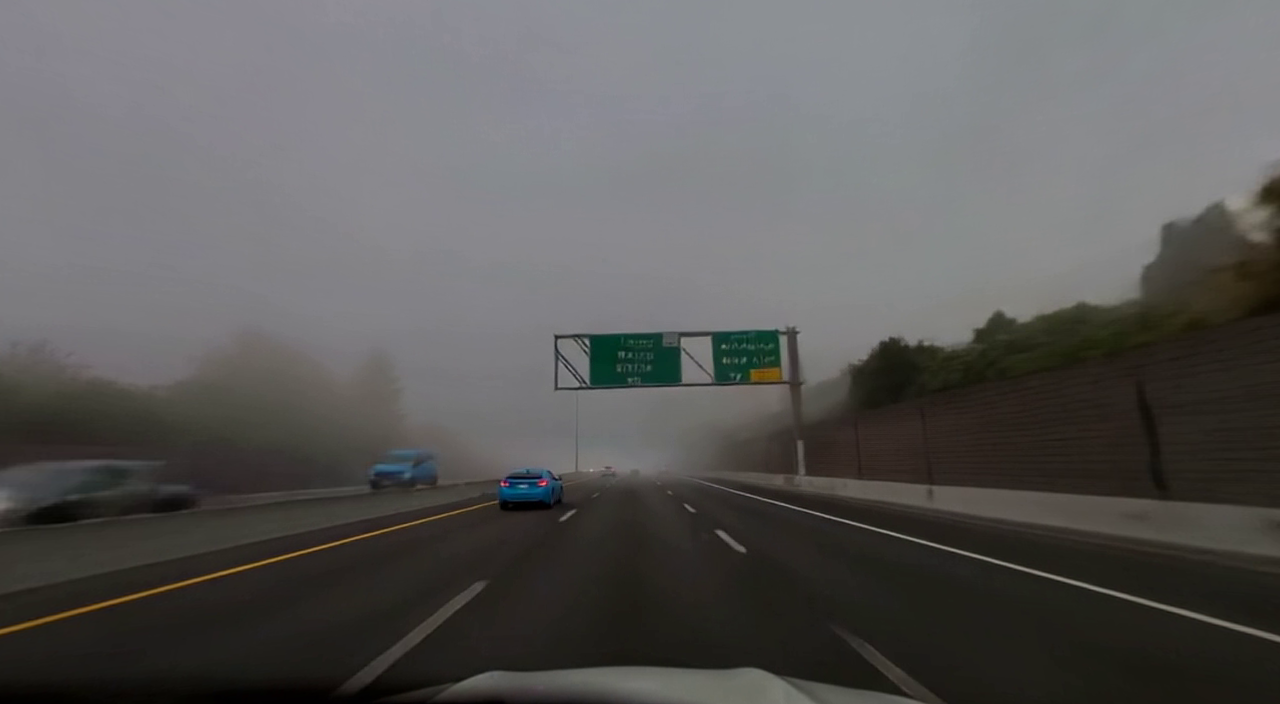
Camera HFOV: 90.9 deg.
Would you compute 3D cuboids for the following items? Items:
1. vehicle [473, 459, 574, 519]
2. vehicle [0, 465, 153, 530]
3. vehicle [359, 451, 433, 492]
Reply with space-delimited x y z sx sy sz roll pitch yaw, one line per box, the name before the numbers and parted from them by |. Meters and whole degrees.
vehicle | -3.231 3.939 18.453 2.045 1.487 4.582 1 -10 0
vehicle | -14.314 3.370 14.948 1.848 1.321 4.499 1 -10 1
vehicle | -15.760 7.810 41.160 2.499 2.435 5.574 1 -10 0
